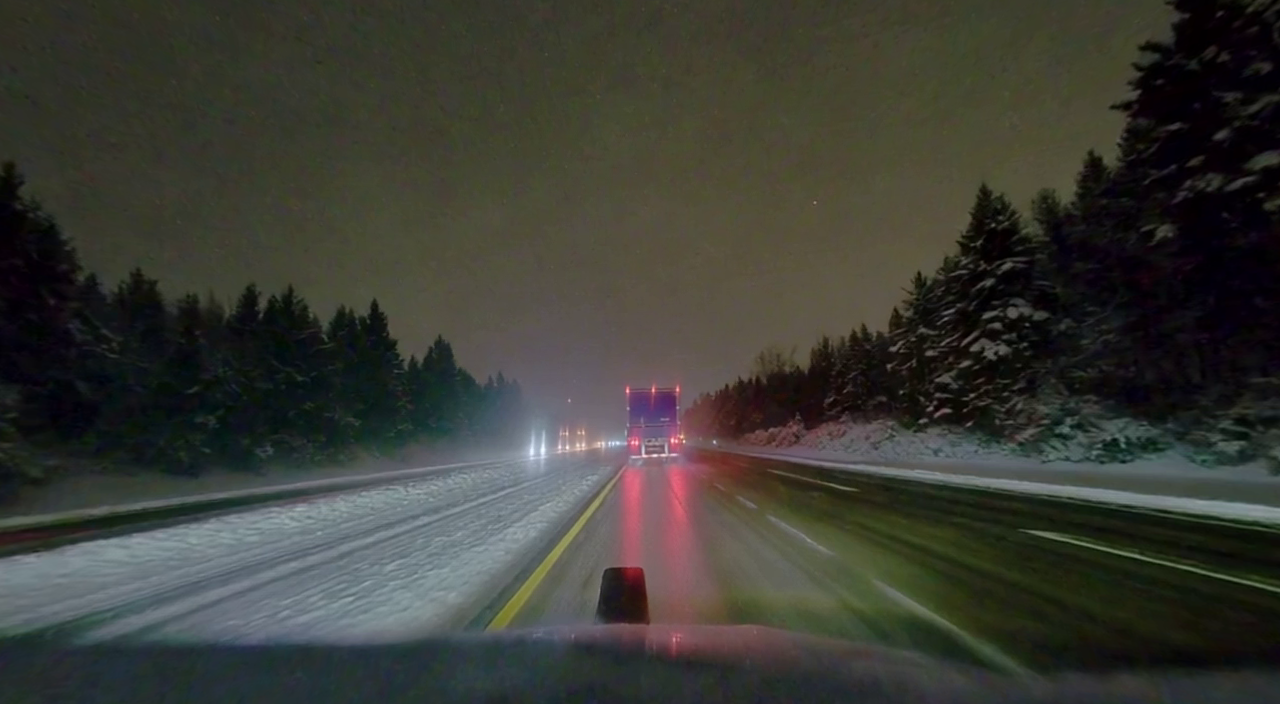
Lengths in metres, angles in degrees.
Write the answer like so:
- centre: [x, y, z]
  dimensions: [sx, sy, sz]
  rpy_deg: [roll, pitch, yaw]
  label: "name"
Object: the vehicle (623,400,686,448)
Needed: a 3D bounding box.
- centre: [0.571, 3.210, 27.357]
  dimensions: [2.509, 1.890, 4.732]
  rpy_deg: [0, -8, 0]
  label: "vehicle"
